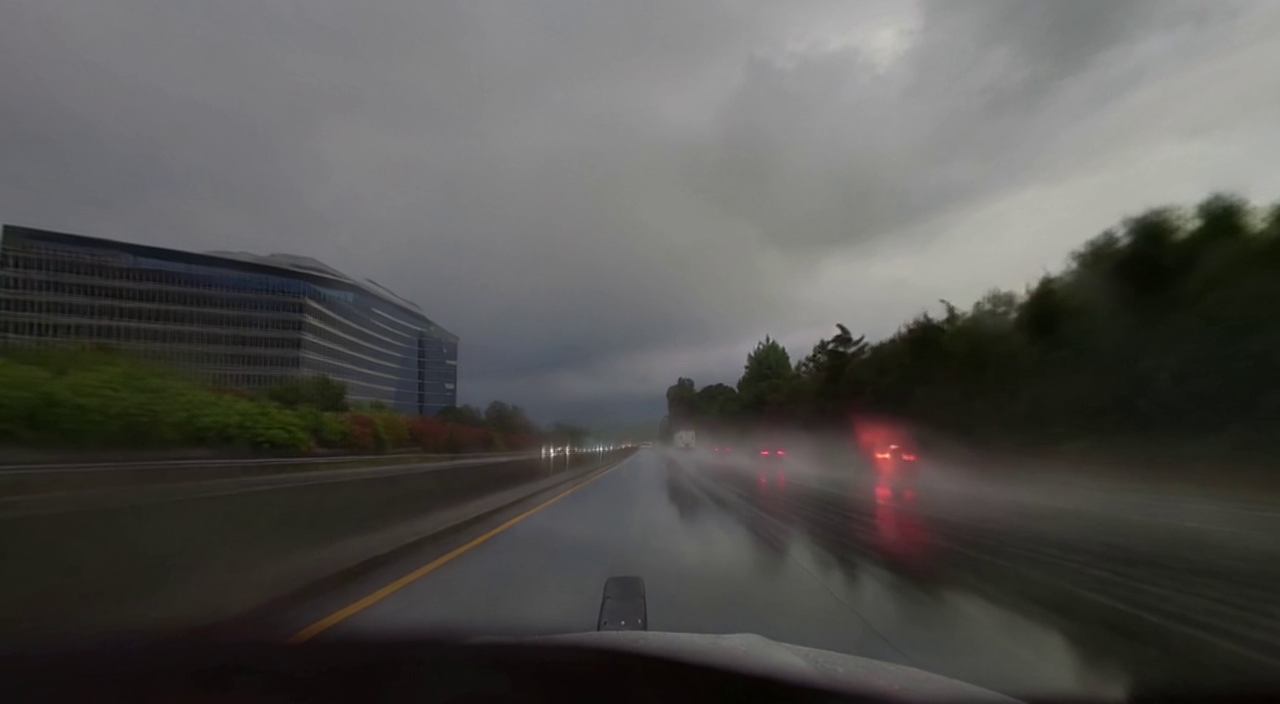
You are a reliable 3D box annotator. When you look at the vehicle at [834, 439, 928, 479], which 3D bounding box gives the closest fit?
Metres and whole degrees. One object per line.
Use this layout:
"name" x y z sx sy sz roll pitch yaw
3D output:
"vehicle" 10.682 4.777 28.391 2.127 1.646 4.926 0 -9 -2
